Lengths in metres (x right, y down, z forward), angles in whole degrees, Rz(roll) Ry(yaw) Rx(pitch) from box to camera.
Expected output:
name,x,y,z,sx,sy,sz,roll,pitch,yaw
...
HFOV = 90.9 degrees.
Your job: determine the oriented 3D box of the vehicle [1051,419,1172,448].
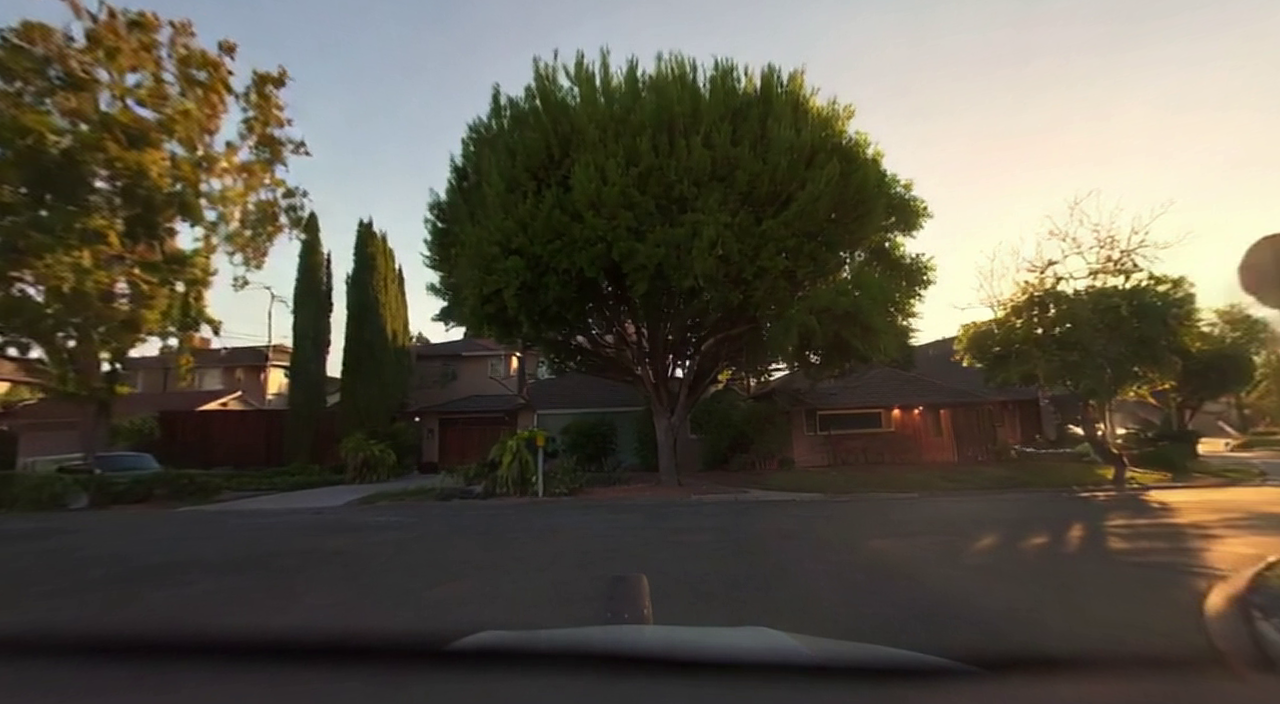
name,x,y,z,sx,sy,sz,roll,pitch,yaw
vehicle,25.635,4.447,34.363,5.089,1.517,1.791,0,-7,1
